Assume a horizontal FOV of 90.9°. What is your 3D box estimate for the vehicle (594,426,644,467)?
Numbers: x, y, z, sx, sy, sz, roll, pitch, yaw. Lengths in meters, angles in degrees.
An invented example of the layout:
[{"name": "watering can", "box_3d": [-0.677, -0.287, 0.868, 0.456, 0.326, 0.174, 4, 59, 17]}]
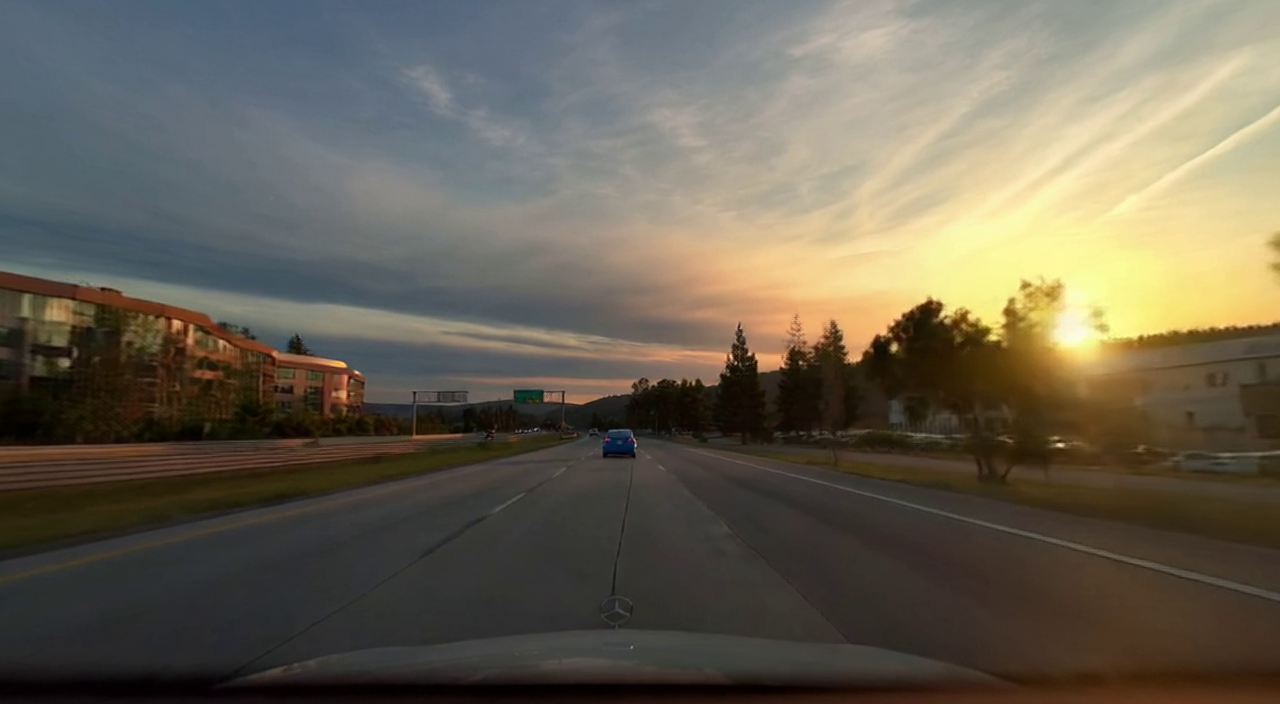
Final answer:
[{"name": "vehicle", "box_3d": [-0.897, 4.055, 27.143, 2.020, 1.633, 3.942, 0, -8, -2]}]
